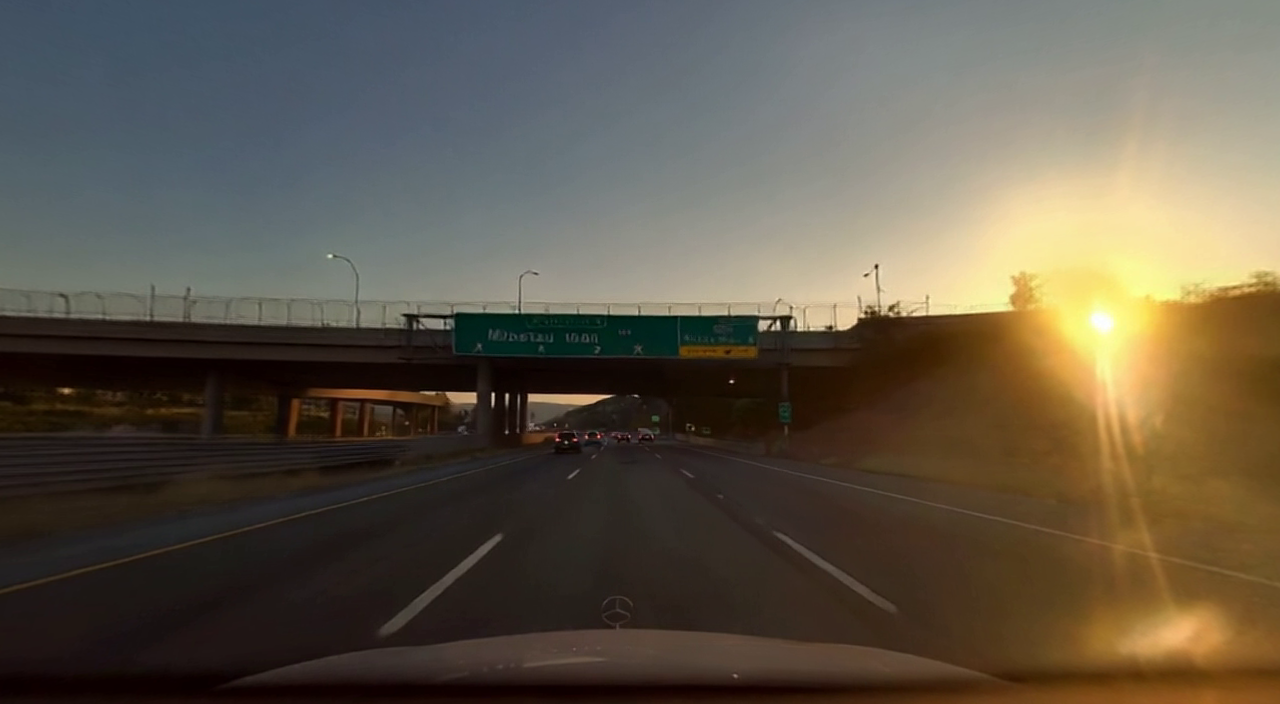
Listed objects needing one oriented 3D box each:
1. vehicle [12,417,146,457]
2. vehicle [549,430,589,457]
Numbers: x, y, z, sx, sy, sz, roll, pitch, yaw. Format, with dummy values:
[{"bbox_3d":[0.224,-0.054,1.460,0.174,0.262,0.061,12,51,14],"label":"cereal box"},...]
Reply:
[{"bbox_3d":[-24.804,3.792,28.130,1.849,1.591,4.497,0,-8,-1],"label":"vehicle"},{"bbox_3d":[-4.384,5.700,39.398,2.062,1.591,4.156,0,-8,-1],"label":"vehicle"}]
